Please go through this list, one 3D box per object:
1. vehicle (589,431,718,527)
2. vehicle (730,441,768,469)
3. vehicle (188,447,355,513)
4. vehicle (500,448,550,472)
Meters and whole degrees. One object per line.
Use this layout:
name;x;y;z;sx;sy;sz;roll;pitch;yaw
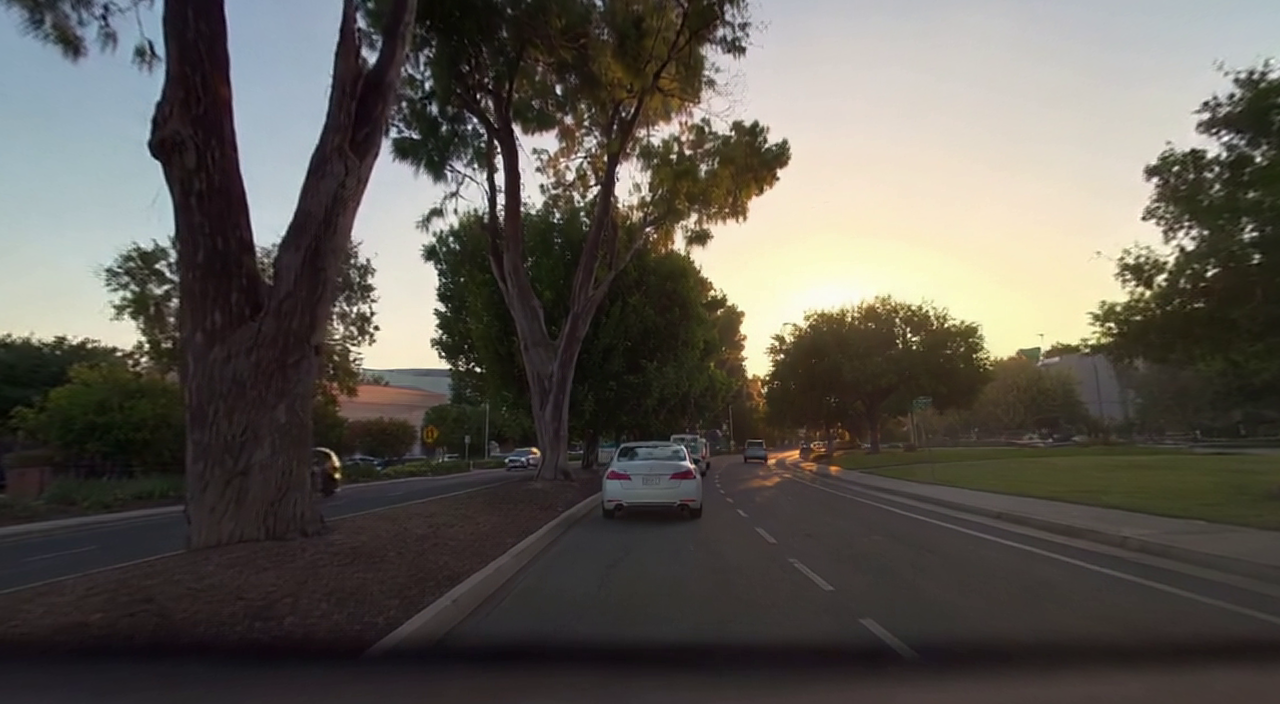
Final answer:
vehicle;0.292;2.423;12.620;2.154;1.585;3.997;-1;-8;2
vehicle;6.393;6.082;37.435;1.984;1.507;4.359;-1;-8;7
vehicle;-10.762;3.715;18.935;2.068;1.688;4.665;-1;-8;2
vehicle;-7.737;7.333;42.878;1.909;1.468;4.597;-2;-8;8
